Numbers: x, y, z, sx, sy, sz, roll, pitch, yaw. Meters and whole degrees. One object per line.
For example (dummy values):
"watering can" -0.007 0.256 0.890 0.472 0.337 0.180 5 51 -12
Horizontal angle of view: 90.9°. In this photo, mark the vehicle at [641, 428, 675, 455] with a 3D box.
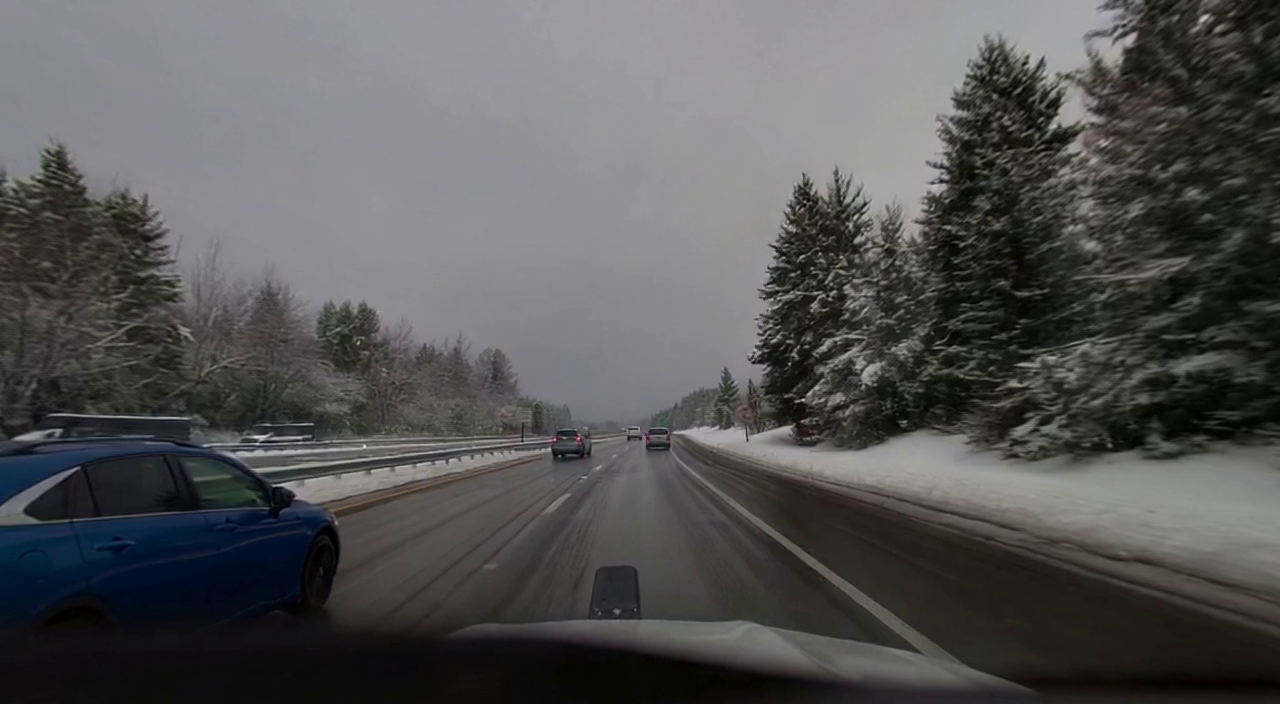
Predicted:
"vehicle" 1.084 5.668 39.869 2.041 1.618 3.898 0 -8 0

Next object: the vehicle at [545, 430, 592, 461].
"vehicle" -3.590 4.791 32.444 1.950 1.518 3.941 0 -8 0

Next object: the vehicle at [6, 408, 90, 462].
"vehicle" -43.915 6.150 46.825 2.910 3.837 3.156 1 -8 -6
